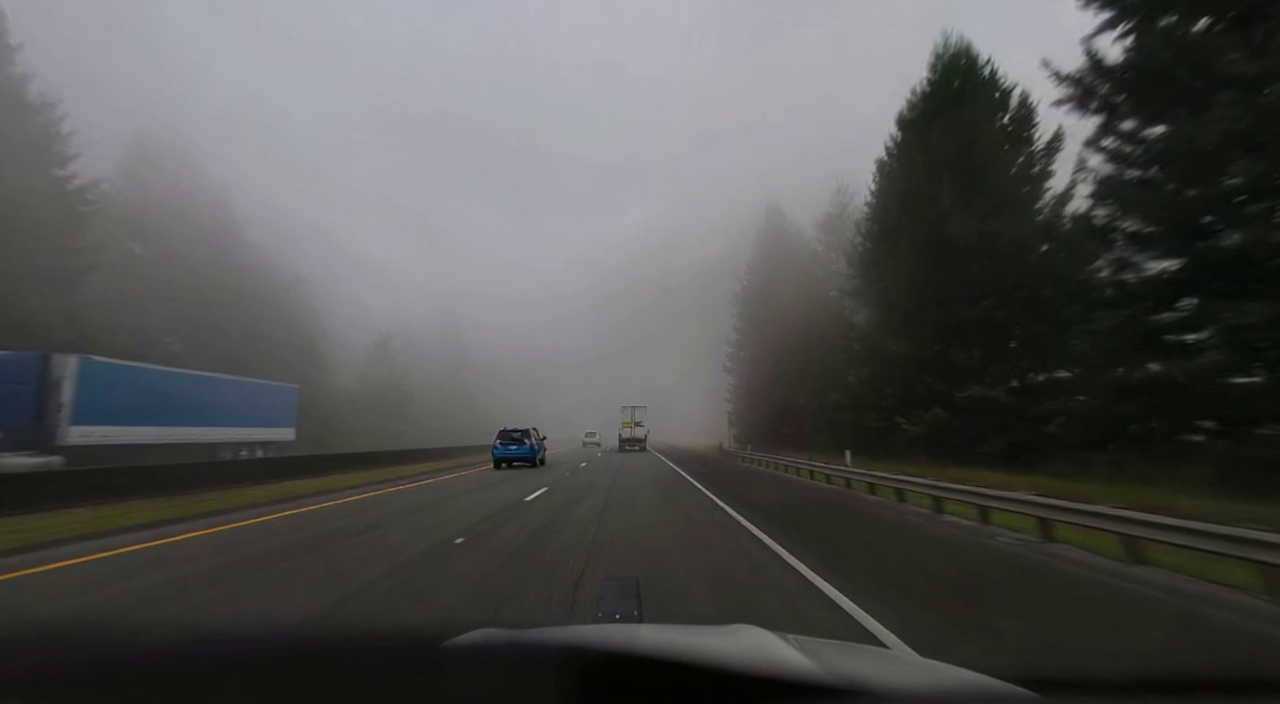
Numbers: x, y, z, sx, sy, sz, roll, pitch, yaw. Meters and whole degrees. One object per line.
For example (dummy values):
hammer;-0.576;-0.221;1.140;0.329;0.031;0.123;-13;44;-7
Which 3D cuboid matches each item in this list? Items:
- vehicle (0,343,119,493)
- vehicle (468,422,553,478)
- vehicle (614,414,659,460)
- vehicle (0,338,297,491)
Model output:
vehicle;-17.636;1.706;16.179;3.010;3.760;6.302;0;-8;-1
vehicle;-4.372;3.376;22.012;2.049;1.726;4.291;0;-8;0
vehicle;-0.260;5.073;37.739;2.526;2.531;5.026;0;-8;-1
vehicle;-17.743;2.506;22.871;2.868;3.862;14.031;0;-8;-1
